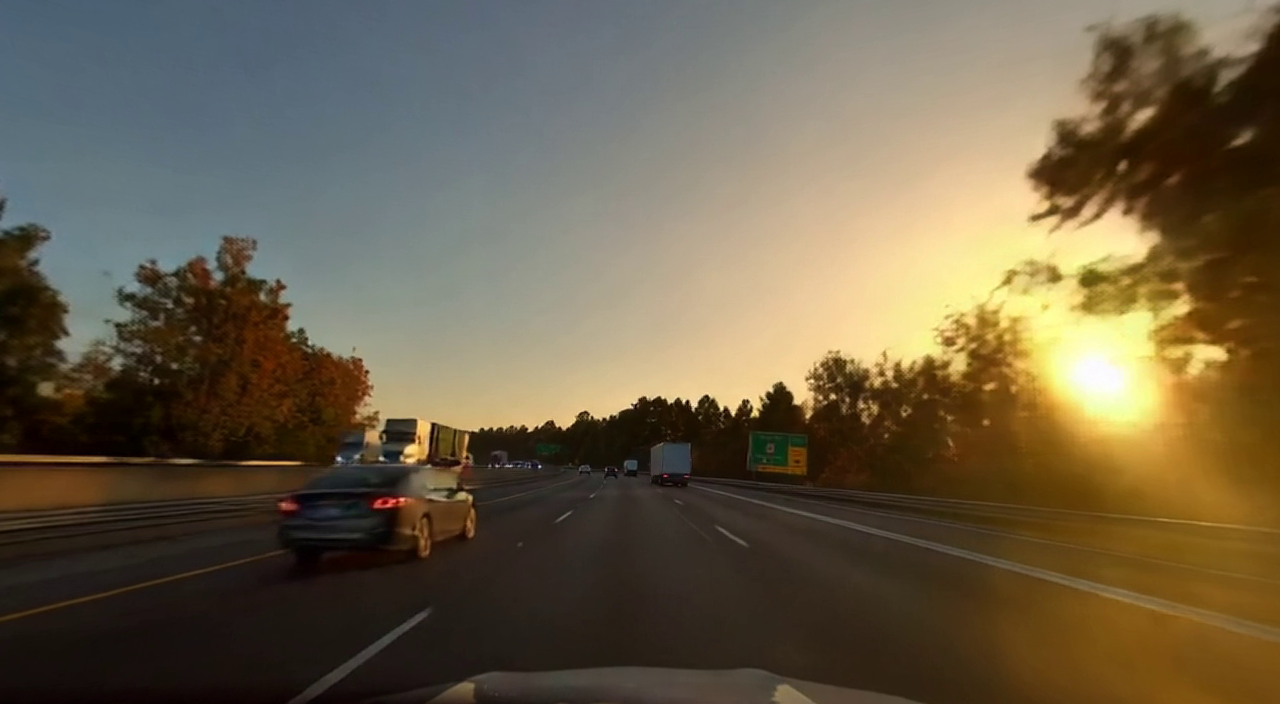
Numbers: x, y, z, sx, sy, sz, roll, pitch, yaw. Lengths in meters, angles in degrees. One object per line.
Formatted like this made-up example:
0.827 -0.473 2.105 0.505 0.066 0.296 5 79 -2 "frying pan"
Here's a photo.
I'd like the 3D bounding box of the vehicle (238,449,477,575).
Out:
-3.937 2.311 9.630 1.868 1.485 3.770 1 -11 0 "vehicle"
